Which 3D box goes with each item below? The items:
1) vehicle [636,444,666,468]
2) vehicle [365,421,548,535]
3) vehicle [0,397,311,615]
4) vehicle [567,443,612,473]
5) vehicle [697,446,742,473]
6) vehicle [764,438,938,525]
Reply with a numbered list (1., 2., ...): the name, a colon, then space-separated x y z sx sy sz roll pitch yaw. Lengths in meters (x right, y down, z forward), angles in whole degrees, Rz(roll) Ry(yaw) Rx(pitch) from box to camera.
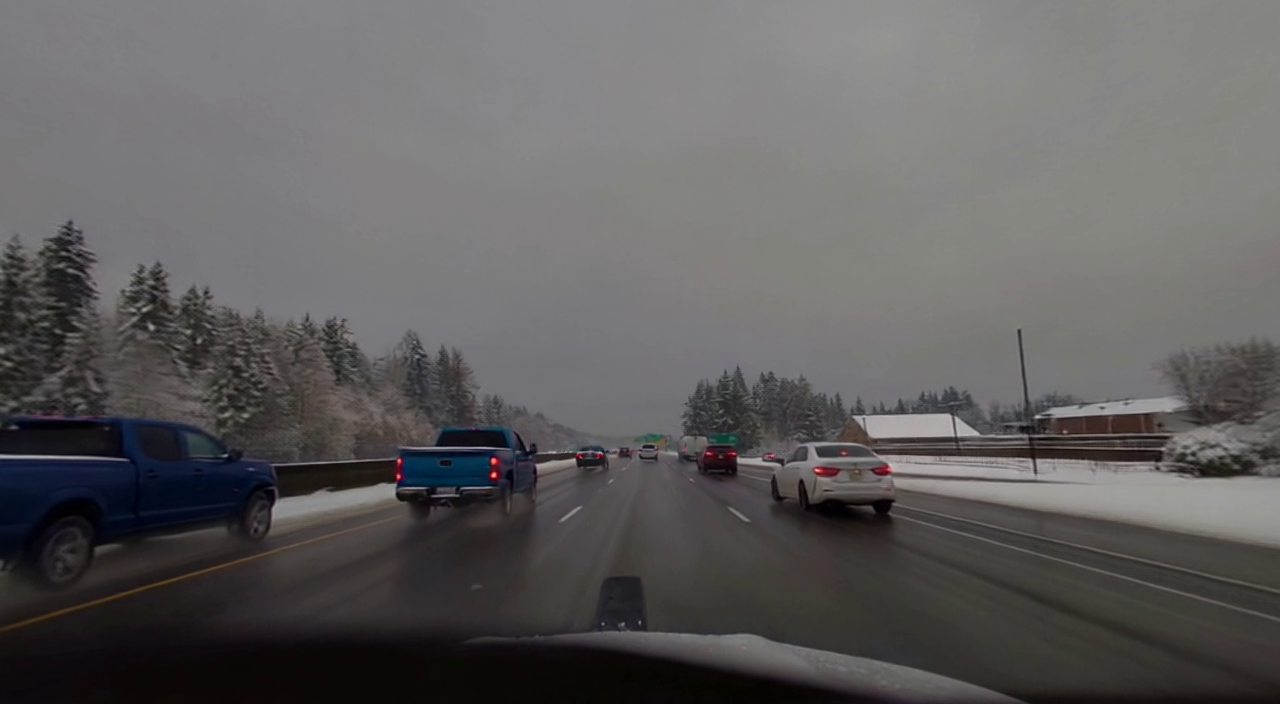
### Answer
1. vehicle: 0.794 7.583 46.159 2.080 1.682 4.150 0 -8 0
2. vehicle: -3.253 2.338 12.348 2.146 1.775 4.553 0 -8 1
3. vehicle: -6.560 1.620 7.523 2.428 1.812 5.131 0 -8 1
4. vehicle: -3.005 6.415 38.571 2.209 1.714 4.576 0 -8 2
5. vehicle: 4.642 6.355 37.470 2.072 1.456 4.537 0 -8 0
6. vehicle: 4.164 2.614 13.403 2.111 1.498 4.466 0 -8 0
